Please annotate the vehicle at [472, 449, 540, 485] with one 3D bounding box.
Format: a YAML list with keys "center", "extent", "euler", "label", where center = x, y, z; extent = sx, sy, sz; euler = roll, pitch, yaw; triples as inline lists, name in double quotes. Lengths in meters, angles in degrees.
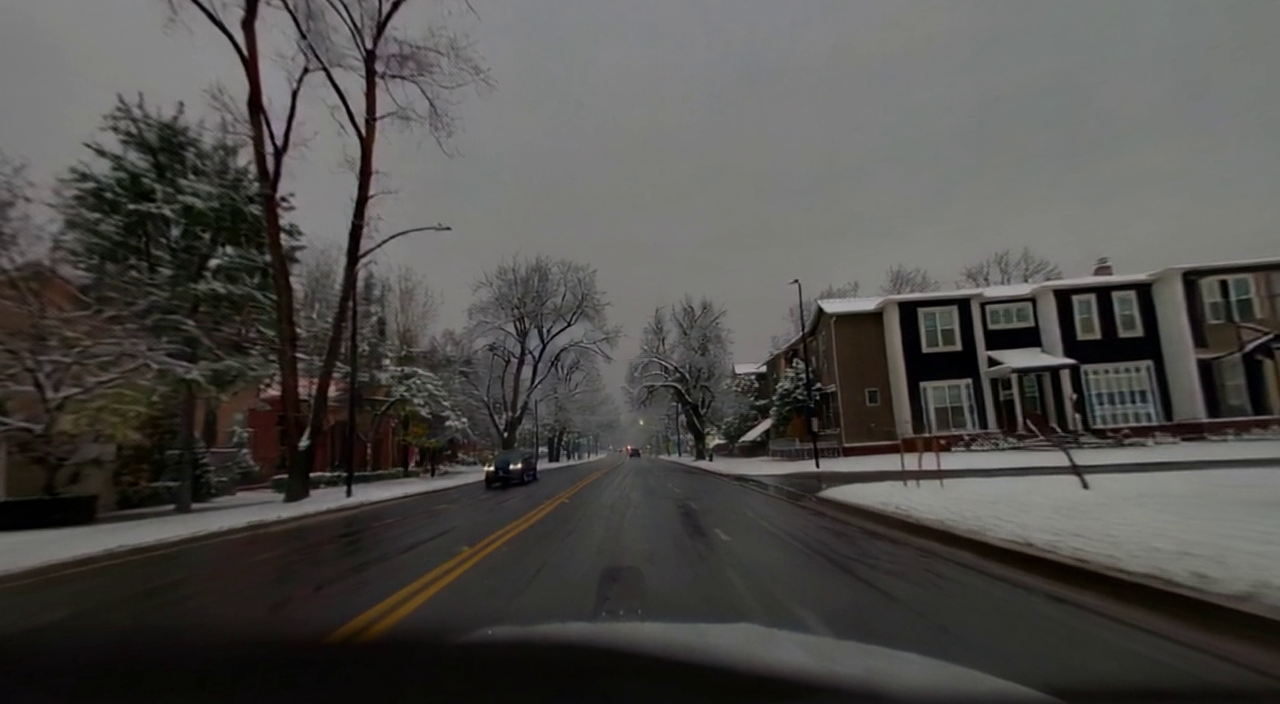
- center: [-6.125, 5.317, 29.510]
  extent: [2.243, 1.476, 4.729]
  euler: [0, -9, -1]
  label: "vehicle"
